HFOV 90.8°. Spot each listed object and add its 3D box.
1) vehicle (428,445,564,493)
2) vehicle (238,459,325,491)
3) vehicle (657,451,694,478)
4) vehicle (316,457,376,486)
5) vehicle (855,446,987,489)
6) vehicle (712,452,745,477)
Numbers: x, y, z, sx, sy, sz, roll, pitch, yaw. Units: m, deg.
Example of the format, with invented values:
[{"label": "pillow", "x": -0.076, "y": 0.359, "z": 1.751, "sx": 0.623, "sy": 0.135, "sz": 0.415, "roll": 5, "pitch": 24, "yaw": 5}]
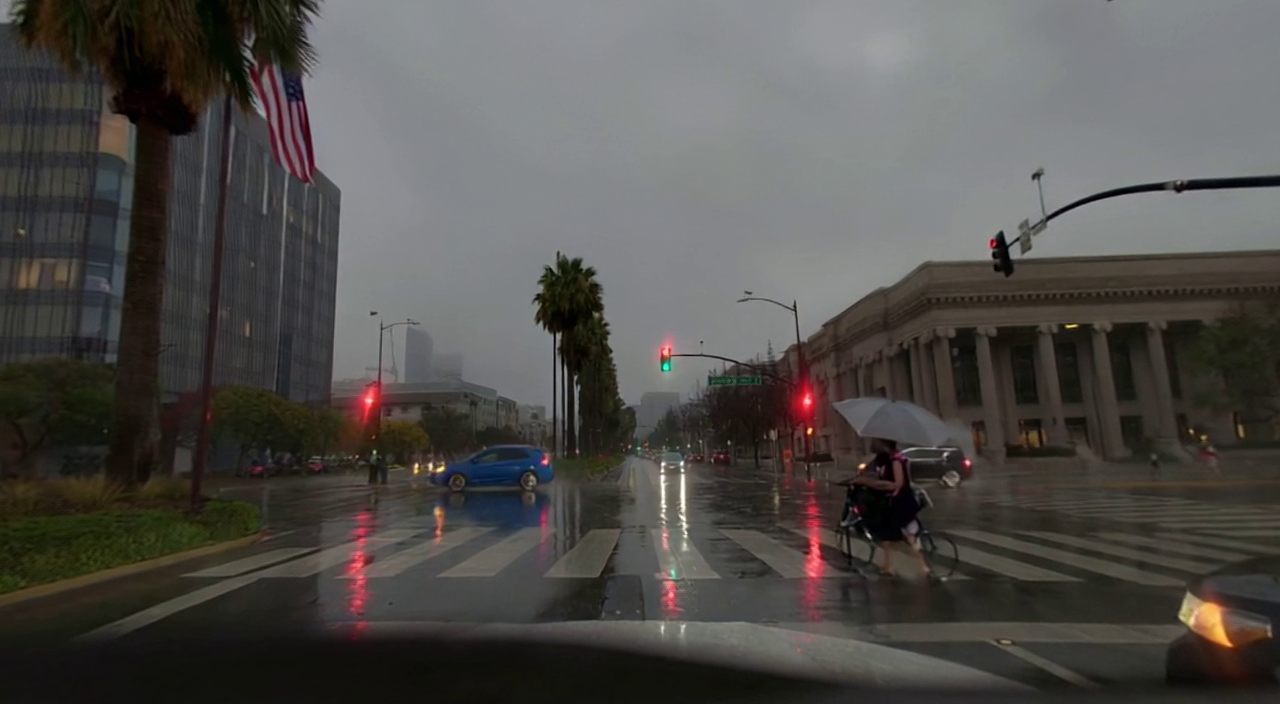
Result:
[{"label": "vehicle", "x": -5.018, "y": 4.136, "z": 22.561, "sx": 4.499, "sy": 1.594, "sz": 1.898, "roll": 1, "pitch": -9, "yaw": -7}, {"label": "vehicle", "x": -19.956, "y": 6.857, "z": 35.430, "sx": 2.069, "sy": 1.540, "sz": 4.774, "roll": 0, "pitch": -8, "yaw": 0}, {"label": "vehicle", "x": 2.522, "y": 8.228, "z": 46.550, "sx": 2.325, "sy": 1.810, "sz": 4.827, "roll": 0, "pitch": -8, "yaw": -1}, {"label": "vehicle", "x": -20.081, "y": 8.156, "z": 43.386, "sx": 2.043, "sy": 1.745, "sz": 4.420, "roll": 0, "pitch": -8, "yaw": -1}, {"label": "vehicle", "x": 10.699, "y": 4.426, "z": 24.430, "sx": 4.273, "sy": 1.525, "sz": 2.000, "roll": -2, "pitch": -9, "yaw": 13}, {"label": "vehicle", "x": 6.490, "y": 8.270, "z": 46.807, "sx": 2.176, "sy": 1.690, "sz": 4.138, "roll": -1, "pitch": -8, "yaw": 4}]
